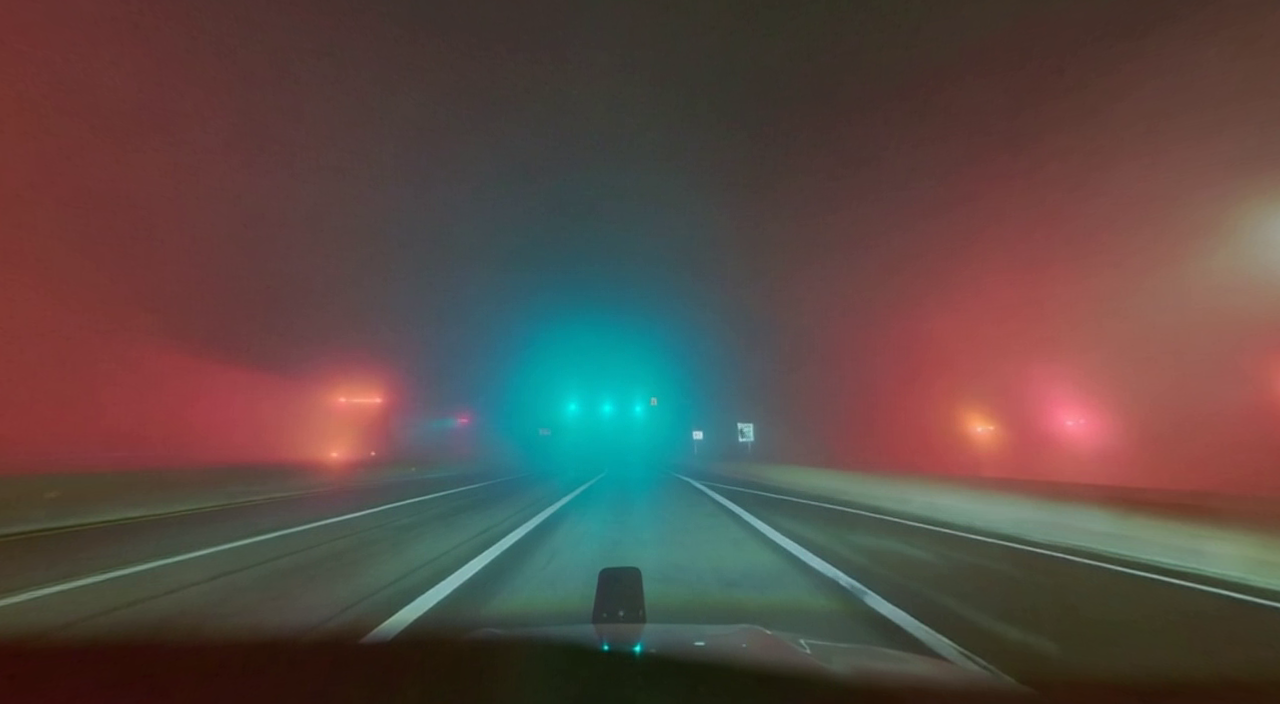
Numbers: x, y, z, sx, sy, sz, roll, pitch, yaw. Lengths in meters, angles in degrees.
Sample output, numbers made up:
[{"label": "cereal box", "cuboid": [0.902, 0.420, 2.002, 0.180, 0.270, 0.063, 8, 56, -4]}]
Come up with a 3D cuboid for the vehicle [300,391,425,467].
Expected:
[{"label": "vehicle", "cuboid": [-15.898, 4.702, 37.388, 2.962, 3.855, 10.399, 0, -9, -2]}]
